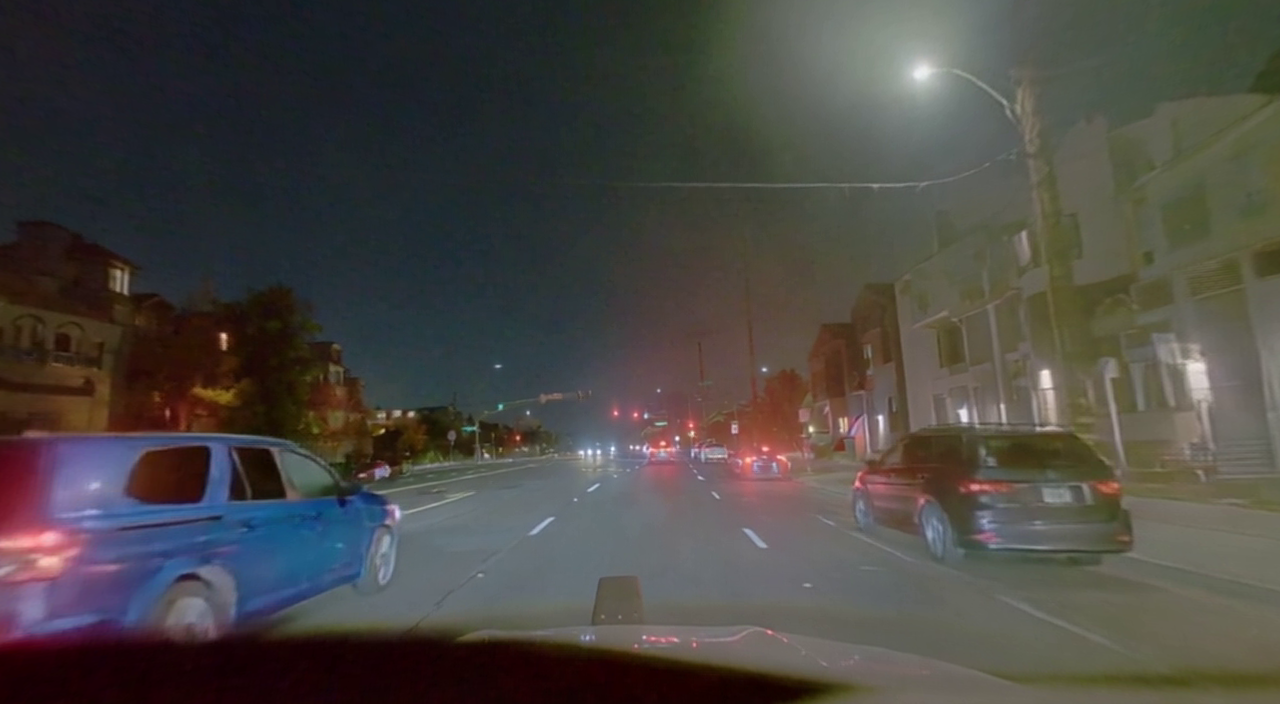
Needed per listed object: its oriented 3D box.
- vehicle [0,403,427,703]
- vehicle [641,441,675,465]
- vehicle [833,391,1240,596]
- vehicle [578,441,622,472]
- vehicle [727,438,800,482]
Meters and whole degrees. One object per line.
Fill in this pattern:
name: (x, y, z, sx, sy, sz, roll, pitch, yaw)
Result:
vehicle: (-3.328, 1.255, 4.337, 2.069, 1.510, 4.325, -1, -8, 2)
vehicle: (1.166, 6.685, 41.827, 2.081, 1.475, 4.361, 0, -8, 1)
vehicle: (4.176, 1.573, 7.851, 2.069, 1.780, 4.480, 0, -8, -1)
vehicle: (-2.042, 5.530, 33.729, 1.986, 1.508, 4.261, -1, -8, 1)
vehicle: (4.549, 4.052, 23.910, 1.964, 1.485, 4.454, 0, -8, 1)
